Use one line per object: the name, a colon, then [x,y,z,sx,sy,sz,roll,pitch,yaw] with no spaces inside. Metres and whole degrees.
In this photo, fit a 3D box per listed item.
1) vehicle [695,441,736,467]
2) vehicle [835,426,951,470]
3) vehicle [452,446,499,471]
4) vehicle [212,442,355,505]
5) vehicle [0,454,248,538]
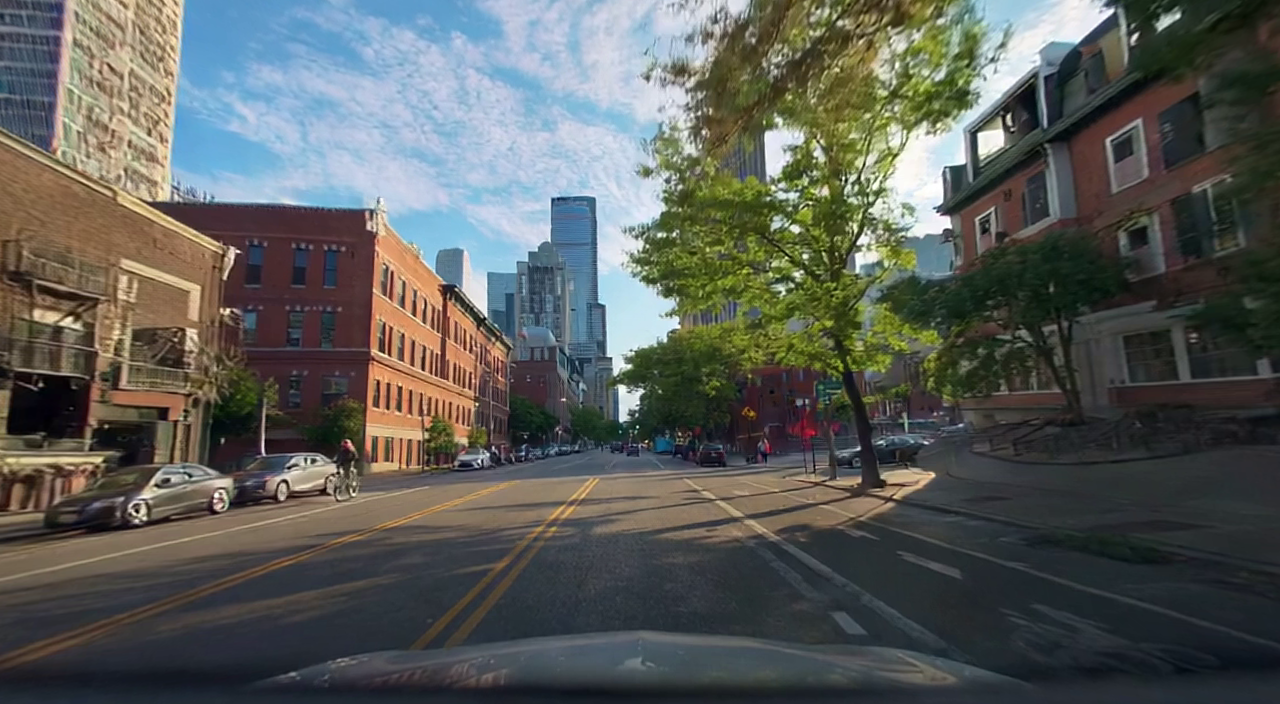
vehicle: [4.752,6.500,40.438,1.929,1.522,4.543,0,-9,-1]
vehicle: [11.495,4.418,28.969,4.380,1.608,1.942,-4,-9,-1]
vehicle: [-11.196,7.277,43.439,1.992,1.629,4.773,0,-8,-1]
vehicle: [-10.937,3.785,19.821,1.977,1.697,4.285,-2,-10,0]
vehicle: [-10.876,2.996,13.789,1.868,1.456,4.418,0,-8,-1]
